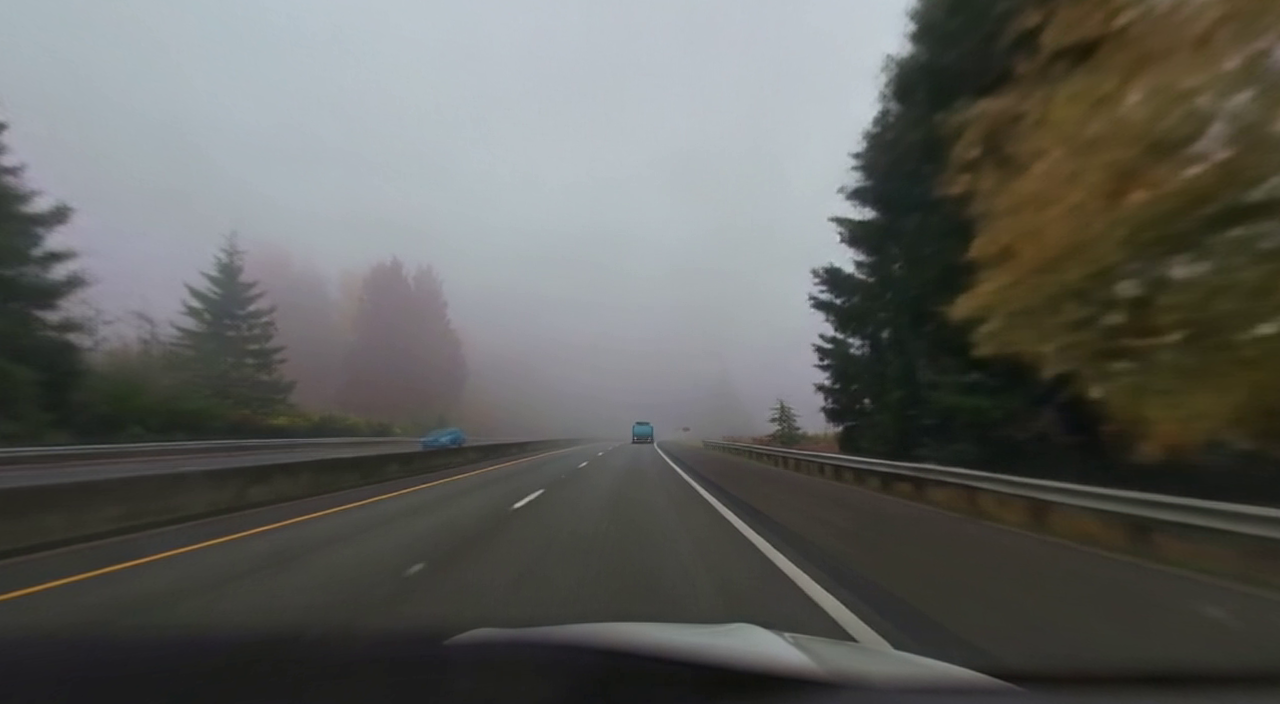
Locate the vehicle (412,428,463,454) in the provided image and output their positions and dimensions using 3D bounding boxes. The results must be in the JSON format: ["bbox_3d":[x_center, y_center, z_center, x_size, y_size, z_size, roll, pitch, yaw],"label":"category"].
[{"bbox_3d":[-14.514,6.398,45.333,1.987,1.808,4.699,0,-8,2],"label":"vehicle"}]
